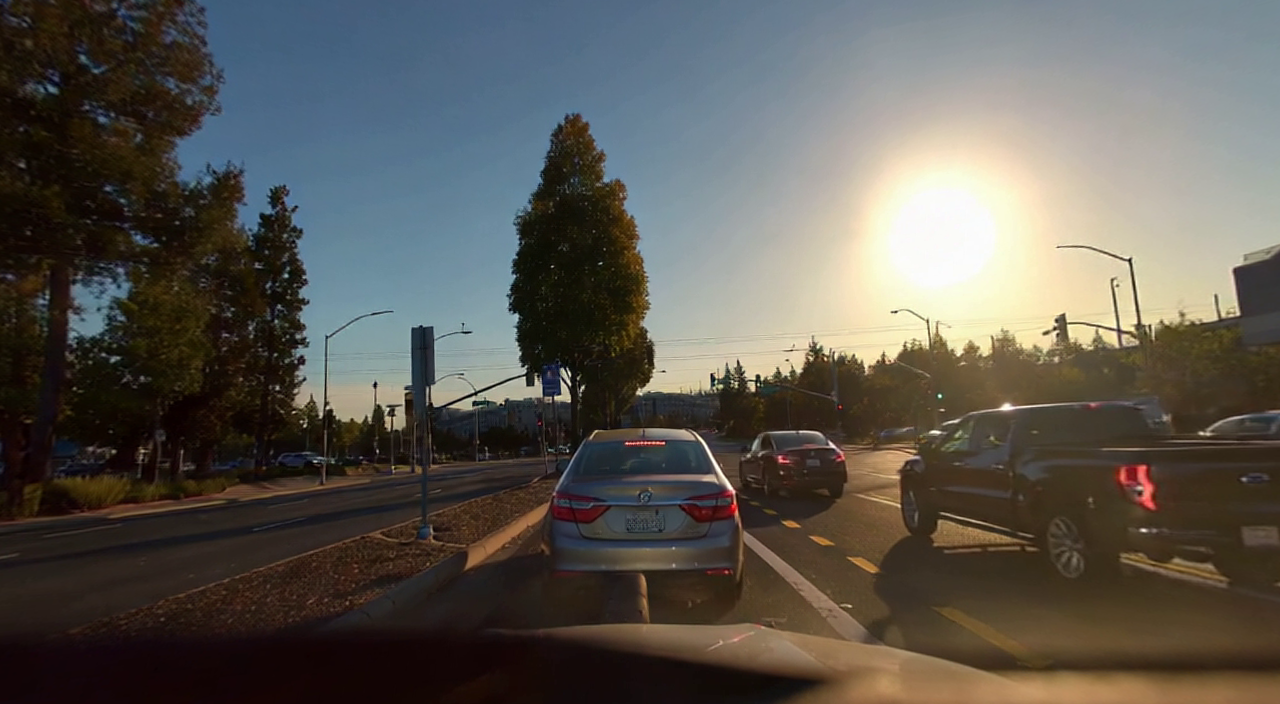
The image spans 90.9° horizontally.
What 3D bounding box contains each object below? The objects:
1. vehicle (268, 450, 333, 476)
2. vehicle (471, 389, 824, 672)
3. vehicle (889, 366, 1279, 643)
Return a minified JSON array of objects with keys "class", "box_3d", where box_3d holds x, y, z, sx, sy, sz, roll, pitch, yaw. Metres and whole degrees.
[{"class":"vehicle","box_3d":[-24.060,7.844,44.878,1.798,1.706,4.385,-1,-8,6]},{"class":"vehicle","box_3d":[0.006,1.360,5.859,2.116,1.677,3.948,0,-8,-1]},{"class":"vehicle","box_3d":[4.553,1.326,6.524,2.019,1.803,4.634,0,-8,0]}]
